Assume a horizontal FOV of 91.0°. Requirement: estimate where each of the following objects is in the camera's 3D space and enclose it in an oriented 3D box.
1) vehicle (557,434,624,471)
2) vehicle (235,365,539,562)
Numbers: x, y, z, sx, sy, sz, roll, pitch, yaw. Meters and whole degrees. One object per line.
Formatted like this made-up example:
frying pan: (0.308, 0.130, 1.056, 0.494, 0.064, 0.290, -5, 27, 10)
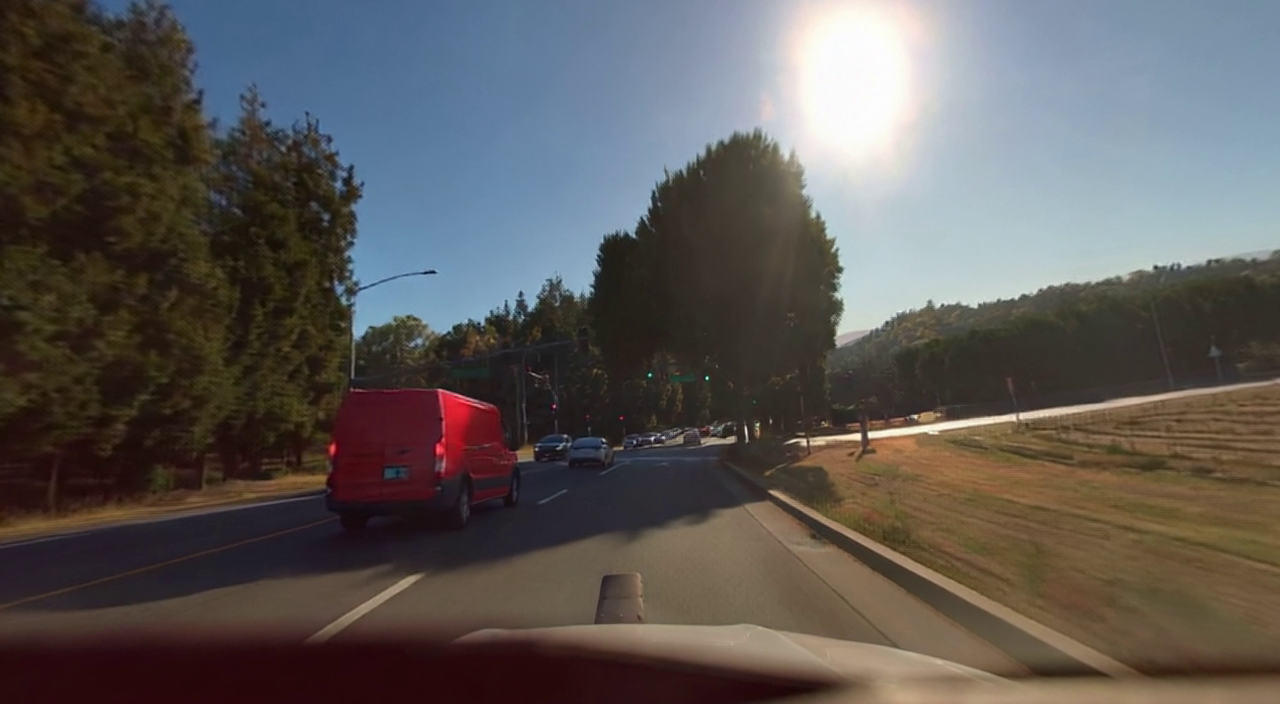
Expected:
vehicle: (-2.093, 4.483, 28.264, 2.088, 1.484, 4.572, -1, -9, 7)
vehicle: (-3.235, 1.609, 9.683, 2.362, 2.185, 5.212, 0, -8, 2)
